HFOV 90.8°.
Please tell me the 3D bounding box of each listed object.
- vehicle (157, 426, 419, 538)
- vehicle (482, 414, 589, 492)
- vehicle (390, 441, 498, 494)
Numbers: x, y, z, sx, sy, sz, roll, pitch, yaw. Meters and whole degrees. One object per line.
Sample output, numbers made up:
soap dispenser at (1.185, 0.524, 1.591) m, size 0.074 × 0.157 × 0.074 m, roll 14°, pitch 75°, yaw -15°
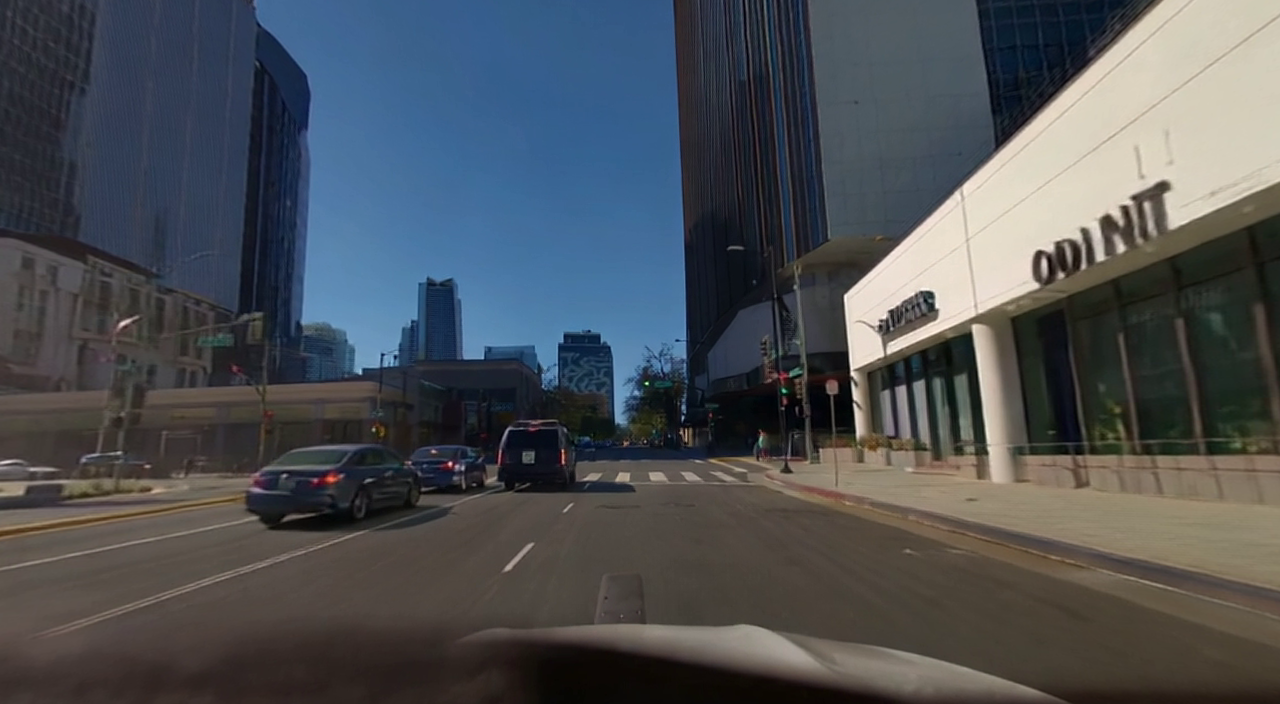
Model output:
vehicle at (-6.043, 2.268, 11.745) m, size 2.228 × 1.652 × 4.593 m, roll 0°, pitch -8°, yaw 0°
vehicle at (-3.126, 3.206, 20.328) m, size 2.496 × 2.155 × 5.468 m, roll 0°, pitch -8°, yaw 0°
vehicle at (-6.005, 3.576, 19.988) m, size 1.982 × 1.452 × 4.463 m, roll 0°, pitch -8°, yaw 0°
